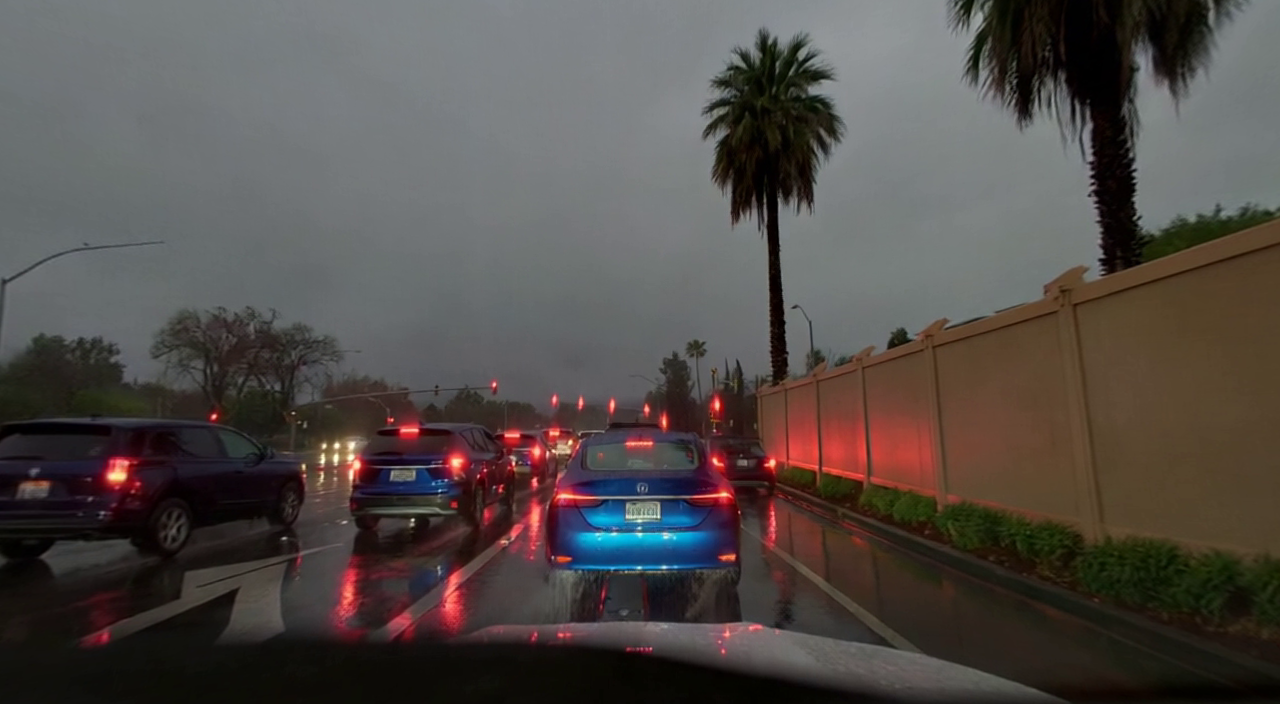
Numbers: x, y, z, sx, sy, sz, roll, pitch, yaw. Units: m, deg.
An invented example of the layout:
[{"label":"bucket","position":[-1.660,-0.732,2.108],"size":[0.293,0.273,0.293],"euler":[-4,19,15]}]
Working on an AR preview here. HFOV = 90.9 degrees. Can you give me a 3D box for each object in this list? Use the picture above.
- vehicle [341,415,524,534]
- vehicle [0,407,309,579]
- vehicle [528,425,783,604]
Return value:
[{"label":"vehicle","position":[-3.471,2.123,11.503],"size":[2.007,1.746,4.136],"euler":[0,-8,-2]},{"label":"vehicle","position":[-6.684,1.748,8.622],"size":[1.963,1.721,4.467],"euler":[0,-8,-2]},{"label":"vehicle","position":[0.062,1.674,7.467],"size":[2.128,1.473,4.272],"euler":[0,-8,-2]}]
